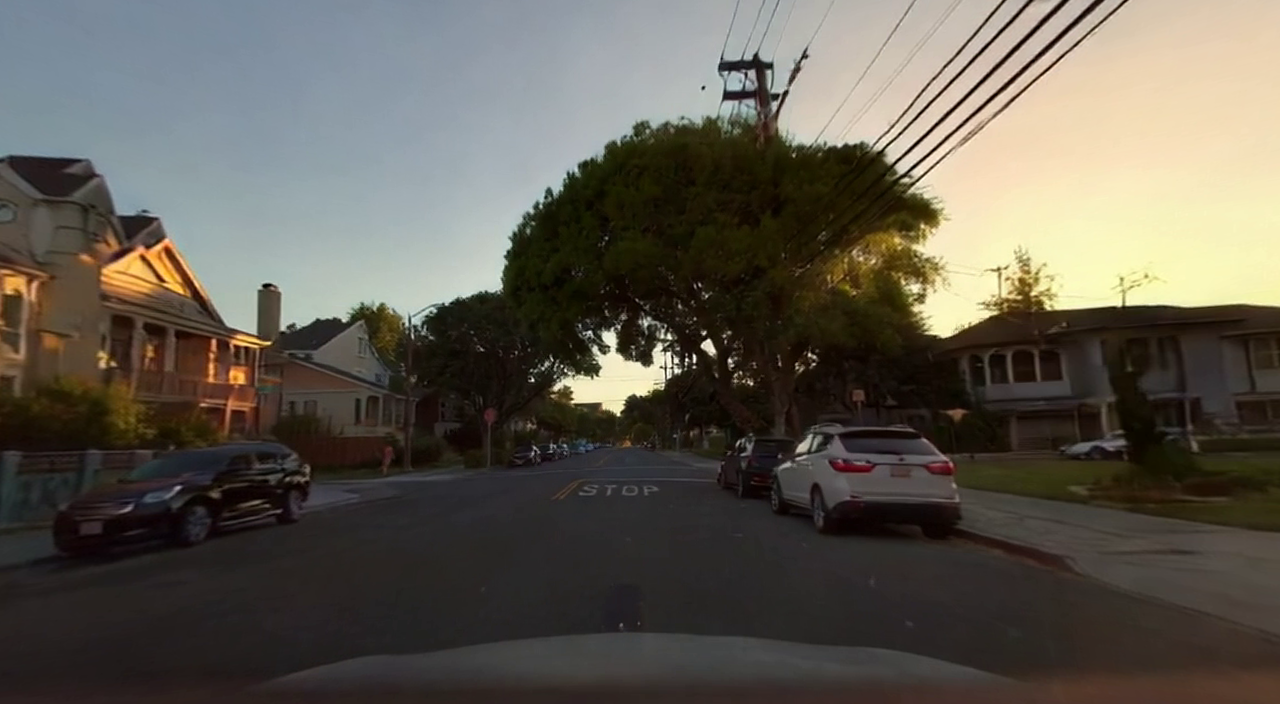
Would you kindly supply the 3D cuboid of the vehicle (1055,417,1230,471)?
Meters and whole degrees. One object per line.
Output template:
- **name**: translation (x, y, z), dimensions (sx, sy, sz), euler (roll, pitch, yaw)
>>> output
- **vehicle**: translation (19.209, 3.534, 24.367), dimensions (4.826, 1.933, 2.166), euler (1, -8, 1)

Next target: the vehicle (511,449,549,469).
- **vehicle**: translation (-7.501, 7.357, 43.563), dimensions (1.926, 1.307, 3.909), euler (0, -9, 0)

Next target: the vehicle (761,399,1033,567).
- **vehicle**: translation (3.177, 1.723, 8.988), dimensions (1.993, 1.778, 4.311), euler (0, -9, 0)

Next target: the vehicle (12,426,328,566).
- **vehicle**: translation (-7.281, 2.312, 10.559), dimensions (1.980, 1.664, 4.342), euler (-5, -11, 0)

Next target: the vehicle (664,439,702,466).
- **vehicle**: translation (2.828, 6.747, 42.451), dimensions (2.114, 1.708, 4.474), euler (0, -9, -1)
